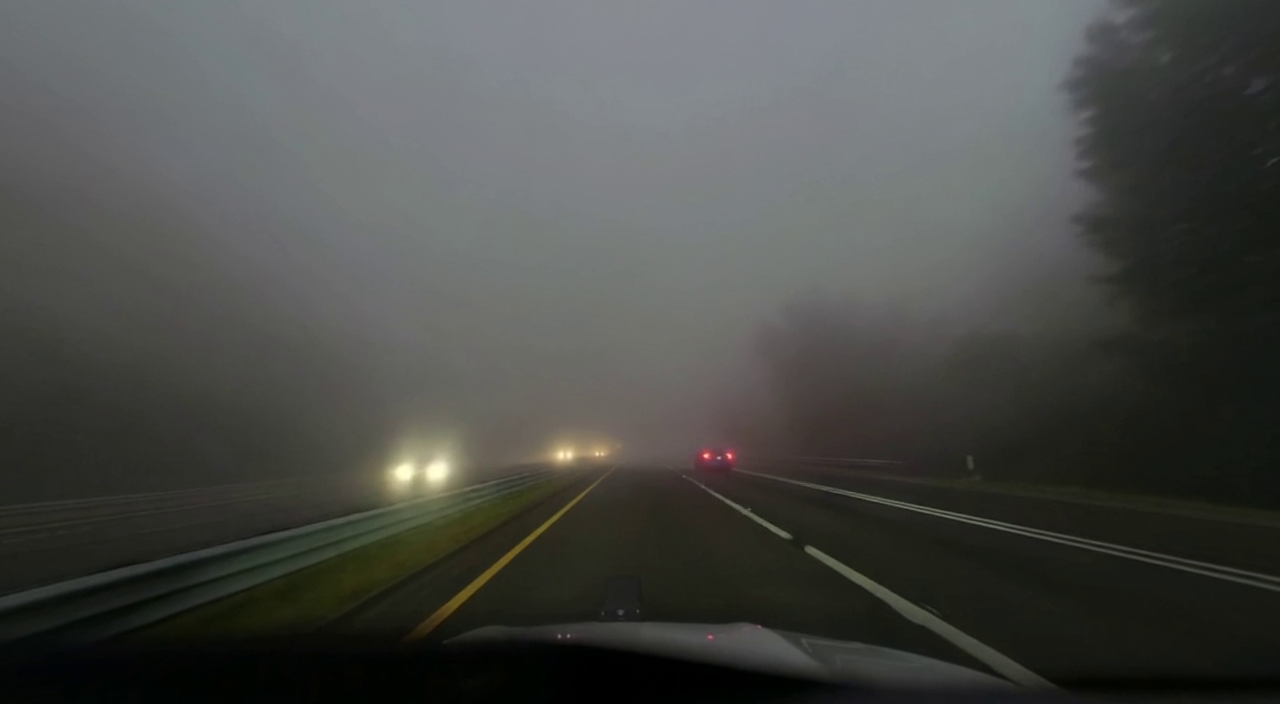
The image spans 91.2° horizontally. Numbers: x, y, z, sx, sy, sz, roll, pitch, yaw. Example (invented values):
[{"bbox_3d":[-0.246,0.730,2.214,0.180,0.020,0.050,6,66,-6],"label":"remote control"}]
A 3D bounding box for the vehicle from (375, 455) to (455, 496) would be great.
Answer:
[{"bbox_3d":[-9.585,5.253,27.073,1.860,1.551,4.442,0,-9,-1],"label":"vehicle"}]

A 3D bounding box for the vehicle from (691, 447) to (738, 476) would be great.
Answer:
[{"bbox_3d":[4.013,5.945,34.342,1.981,1.440,4.125,0,-9,-1],"label":"vehicle"}]
